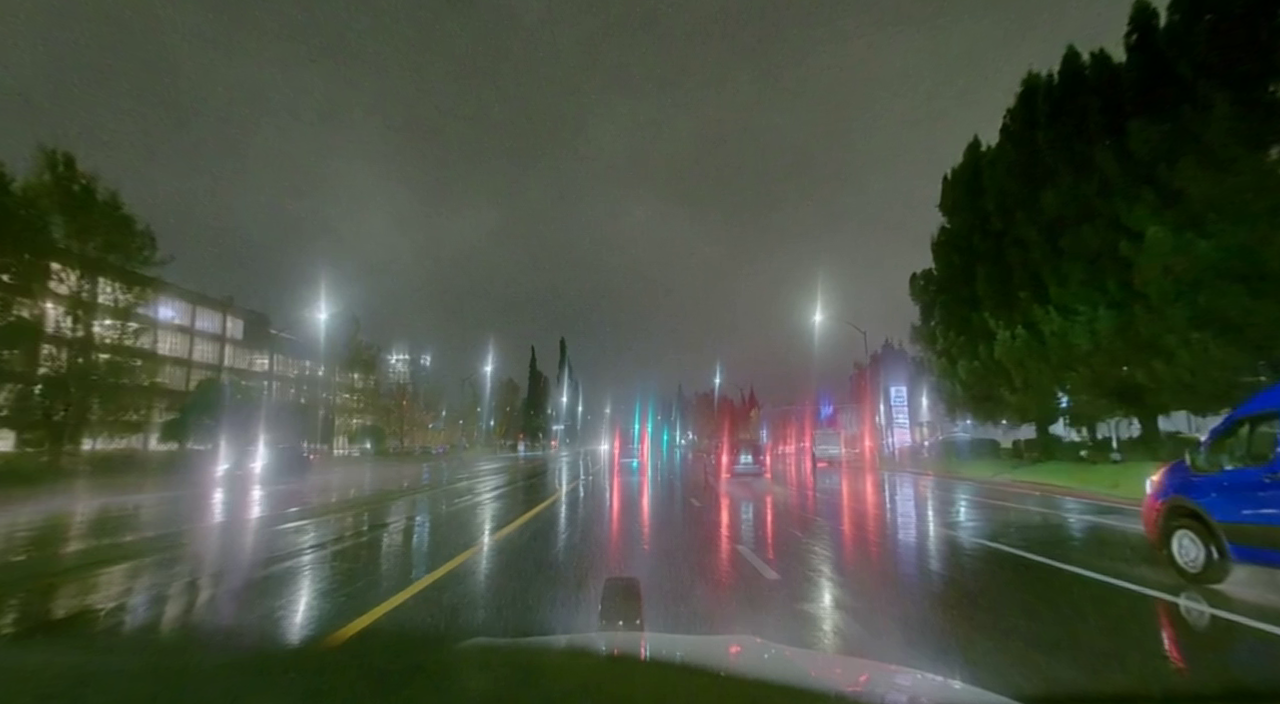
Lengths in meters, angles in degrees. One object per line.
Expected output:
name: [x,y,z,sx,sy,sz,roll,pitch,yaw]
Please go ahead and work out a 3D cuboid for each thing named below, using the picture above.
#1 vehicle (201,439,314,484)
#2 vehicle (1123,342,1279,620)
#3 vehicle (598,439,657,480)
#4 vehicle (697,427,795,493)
vehicle: [-15.283,4.372,25.567,1.919,1.666,4.288,0,-8,0]
vehicle: [6.271,0.804,3.566,2.573,2.127,5.568,0,-8,-1]
vehicle: [-0.447,4.093,24.354,2.095,1.456,3.873,0,-8,0]
vehicle: [3.003,3.166,18.892,2.047,1.711,4.265,0,-8,-2]
